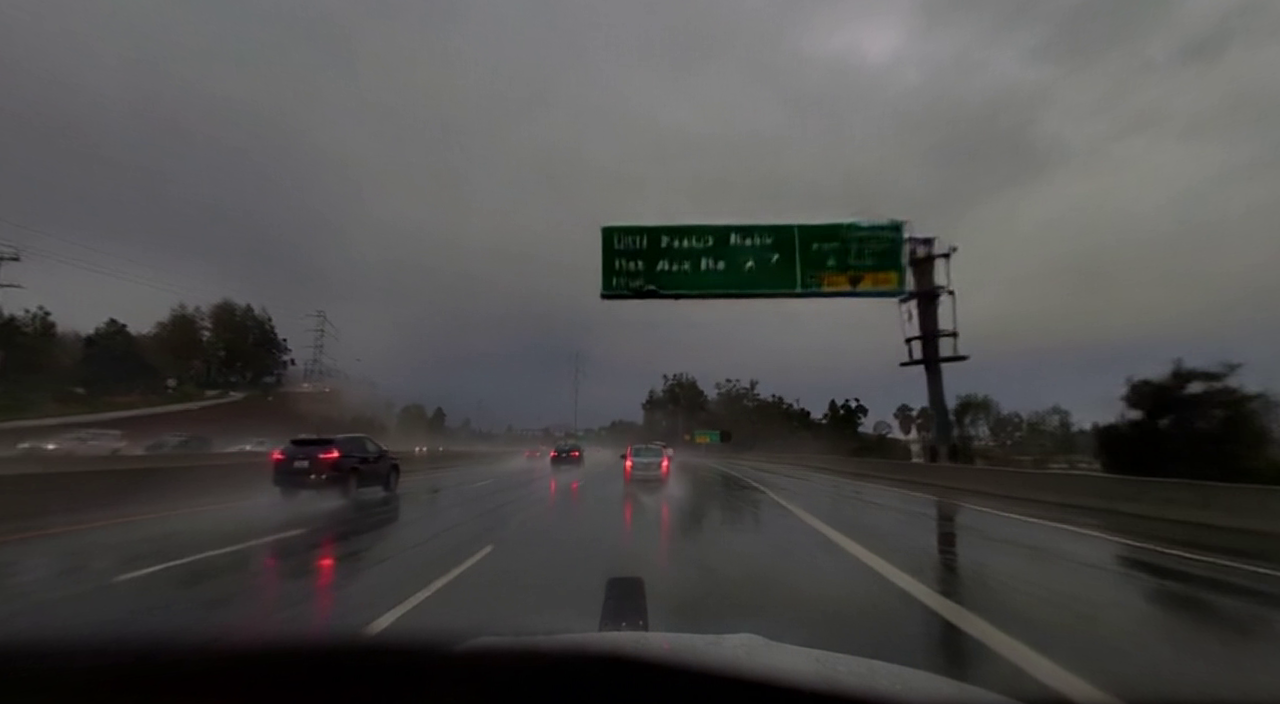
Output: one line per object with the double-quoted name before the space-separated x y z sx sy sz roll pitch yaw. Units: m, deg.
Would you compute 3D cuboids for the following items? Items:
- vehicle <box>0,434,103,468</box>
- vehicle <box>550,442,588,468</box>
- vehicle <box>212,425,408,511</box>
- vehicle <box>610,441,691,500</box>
"vehicle" -34.872 5.761 36.764 2.206 1.814 5.816 0 -8 -3
"vehicle" -4.973 7.279 44.798 2.289 1.777 4.534 0 -8 -2
"vehicle" -7.863 2.801 15.775 2.206 1.788 4.914 0 -8 0
"vehicle" 0.212 3.360 18.314 2.082 1.482 4.126 0 -8 -2
